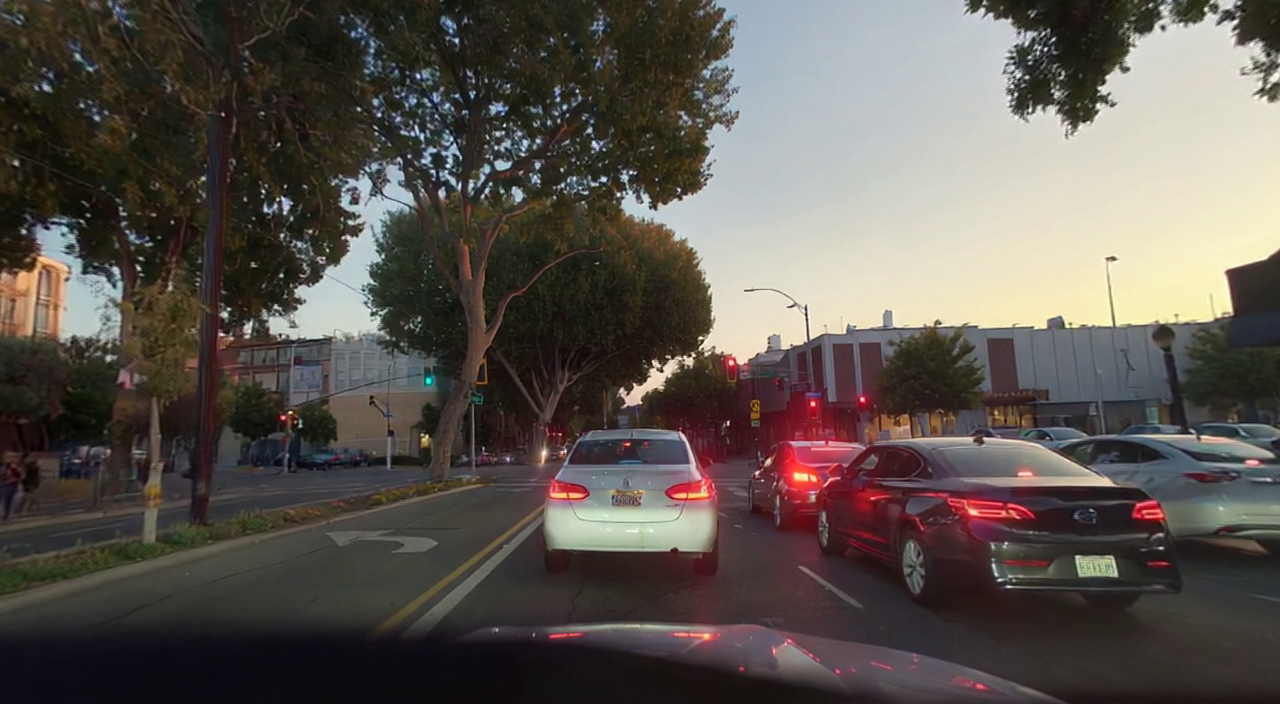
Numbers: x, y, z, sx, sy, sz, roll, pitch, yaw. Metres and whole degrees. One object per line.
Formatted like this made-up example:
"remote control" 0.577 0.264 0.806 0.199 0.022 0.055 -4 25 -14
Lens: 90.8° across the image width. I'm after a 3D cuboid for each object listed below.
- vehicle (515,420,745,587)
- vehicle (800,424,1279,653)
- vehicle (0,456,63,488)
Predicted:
"vehicle" -0.132 1.701 7.912 2.118 1.512 4.013 0 -9 -1
"vehicle" 3.215 1.550 6.427 1.912 1.454 4.537 0 -9 -1
"vehicle" -31.727 5.994 31.559 1.913 1.531 4.000 -9 -12 43
